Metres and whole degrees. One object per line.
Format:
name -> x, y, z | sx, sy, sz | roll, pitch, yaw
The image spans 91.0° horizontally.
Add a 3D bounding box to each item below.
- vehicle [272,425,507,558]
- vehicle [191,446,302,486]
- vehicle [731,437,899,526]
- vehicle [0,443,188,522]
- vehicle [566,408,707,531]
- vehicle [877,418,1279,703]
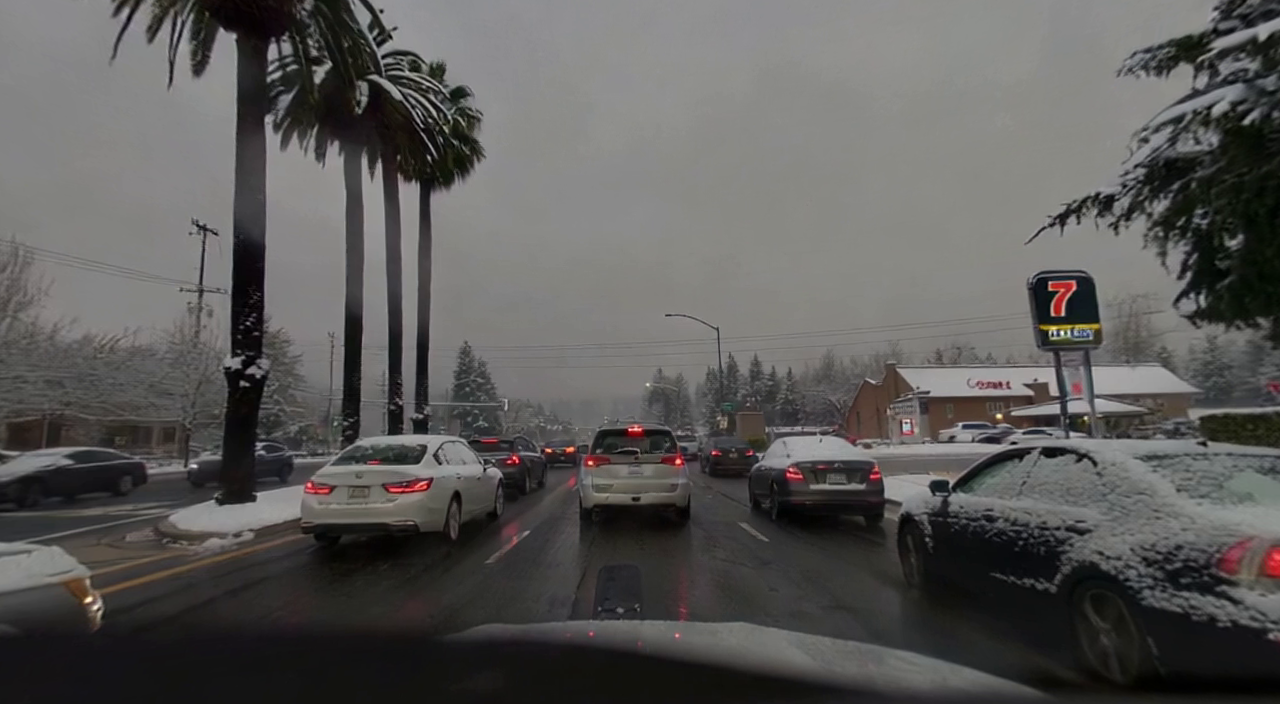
vehicle -> -3.329, 1.914, 9.382 | 1.864, 1.505, 4.202 | 0, -8, -2
vehicle -> -16.301, 4.712, 26.404 | 1.813, 1.480, 4.486 | 0, -8, -1
vehicle -> 3.281, 2.514, 12.932 | 1.977, 1.480, 4.589 | 0, -8, -2
vehicle -> -12.871, 2.846, 14.336 | 1.892, 1.495, 4.372 | 0, -8, 0
vehicle -> -0.105, 2.122, 11.895 | 2.164, 1.867, 4.254 | 0, -8, -1
vehicle -> 3.583, 1.314, 4.709 | 1.867, 1.448, 4.436 | 0, -8, 0
